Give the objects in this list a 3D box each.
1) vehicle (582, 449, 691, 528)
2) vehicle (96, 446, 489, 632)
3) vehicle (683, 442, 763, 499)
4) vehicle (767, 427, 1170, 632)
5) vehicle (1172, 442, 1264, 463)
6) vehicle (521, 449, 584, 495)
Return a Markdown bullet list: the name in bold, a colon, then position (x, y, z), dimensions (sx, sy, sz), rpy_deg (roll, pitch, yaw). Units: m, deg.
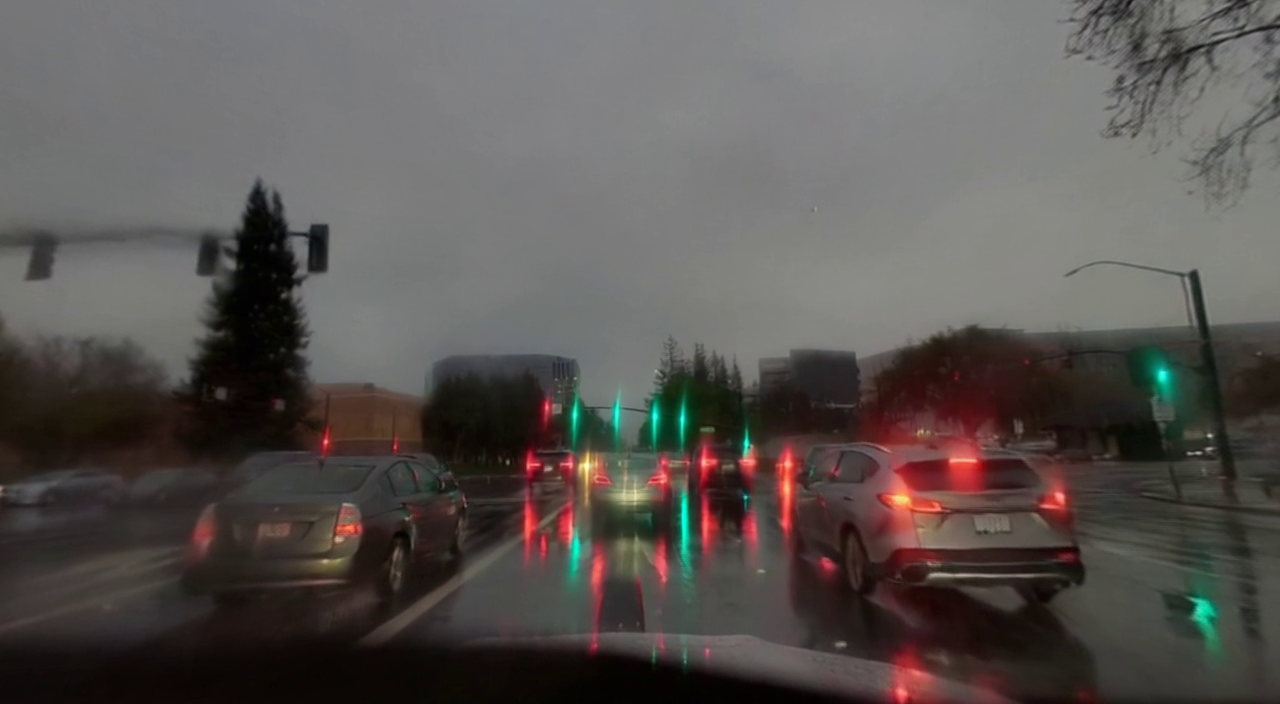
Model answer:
- **vehicle**: position (-0.107, 2.941, 14.211), dimensions (2.098, 1.461, 3.958), rpy_deg (0, -8, -1)
- **vehicle**: position (-3.329, 1.836, 7.371), dimensions (2.045, 1.463, 4.490), rpy_deg (0, -8, 0)
- **vehicle**: position (2.805, 4.122, 22.490), dimensions (2.138, 1.778, 4.422), rpy_deg (0, -8, -1)
- **vehicle**: position (3.061, 1.745, 7.431), dimensions (1.996, 1.566, 4.917), rpy_deg (0, -8, -1)
- **vehicle**: position (40.013, 6.947, 43.808), dimensions (4.644, 1.430, 1.781), rpy_deg (0, -9, -1)
- **vehicle**: position (-3.571, 4.964, 26.498), dimensions (2.033, 1.714, 4.278), rpy_deg (0, -8, 0)
